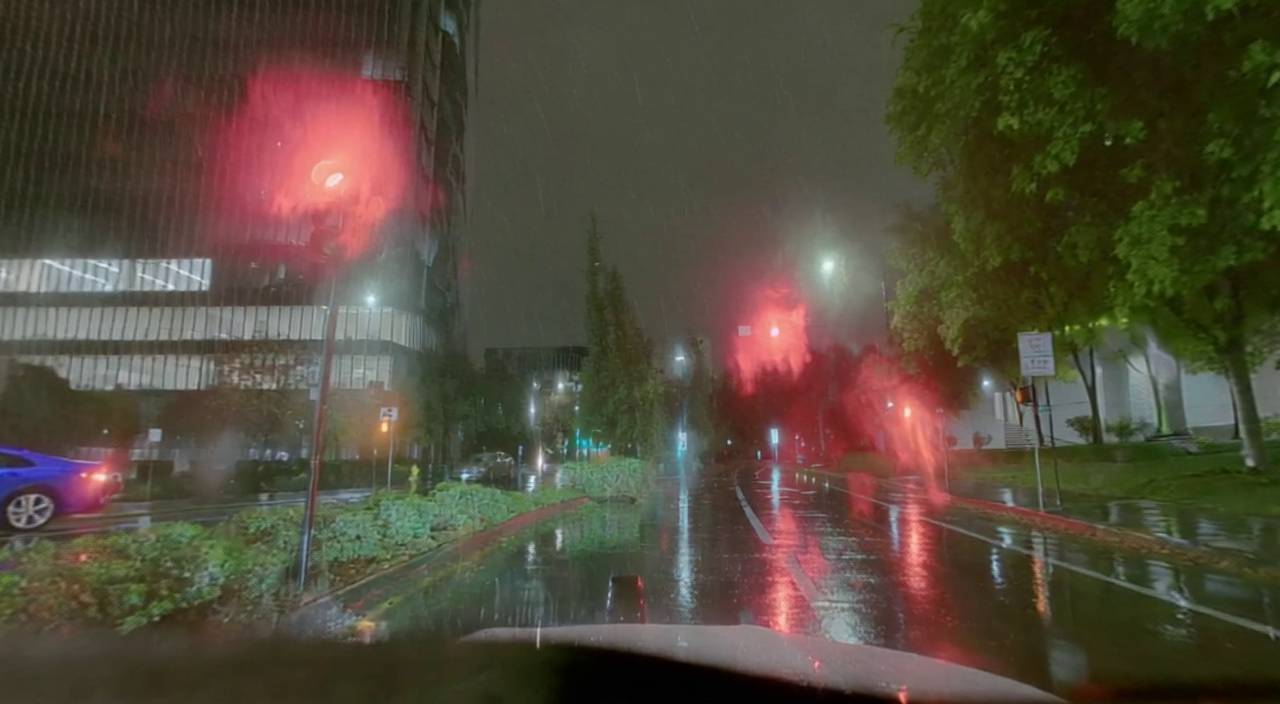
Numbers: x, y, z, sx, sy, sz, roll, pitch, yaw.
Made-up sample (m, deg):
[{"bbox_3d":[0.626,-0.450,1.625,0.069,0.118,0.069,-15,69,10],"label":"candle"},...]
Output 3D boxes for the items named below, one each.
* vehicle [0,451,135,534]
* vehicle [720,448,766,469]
[{"bbox_3d":[-12.859,2.712,12.270,4.598,1.490,1.816,7,-11,-40],"label":"vehicle"},{"bbox_3d":[7.857,8.121,48.415,1.829,1.440,4.384,2,-9,-14],"label":"vehicle"}]
